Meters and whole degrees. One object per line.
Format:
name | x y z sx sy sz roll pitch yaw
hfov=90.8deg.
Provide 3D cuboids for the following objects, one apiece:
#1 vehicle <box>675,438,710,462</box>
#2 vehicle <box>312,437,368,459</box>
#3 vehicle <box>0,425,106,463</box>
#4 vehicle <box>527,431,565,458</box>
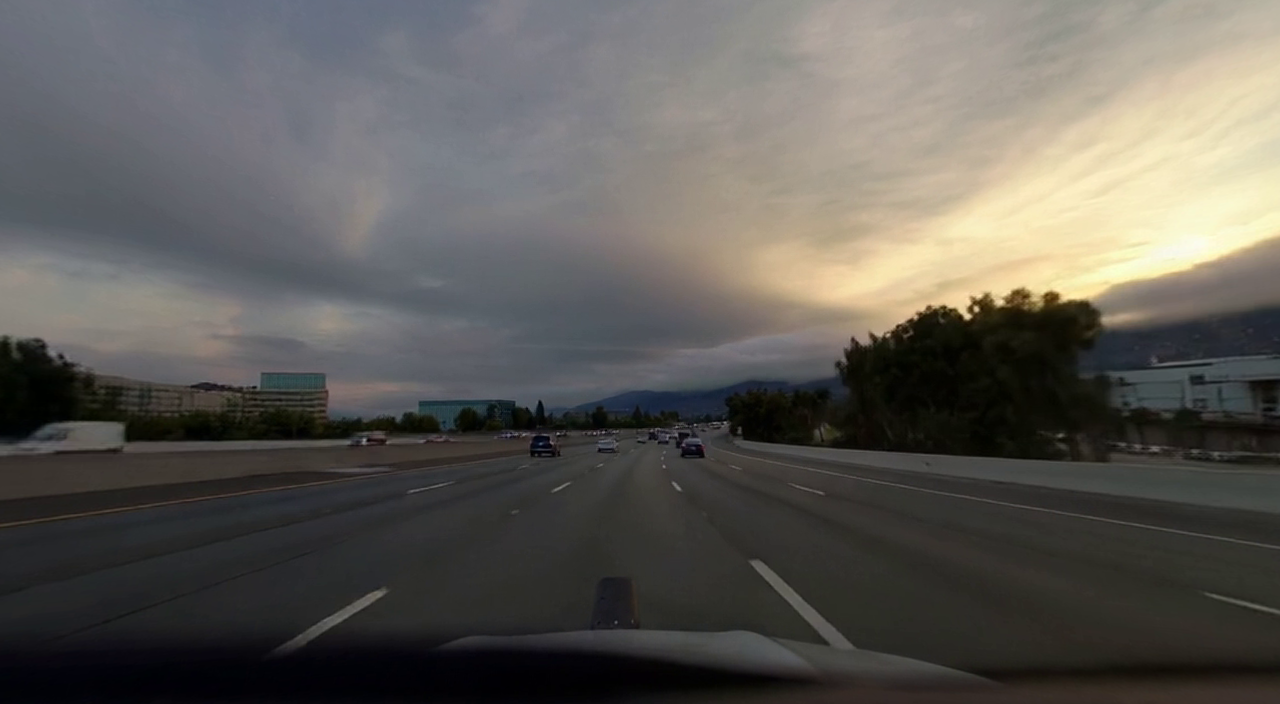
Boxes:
vehicle | 3.385 6.413 41.286 1.967 1.475 4.080 0 -8 1
vehicle | -22.571 7.233 47.665 1.820 1.518 4.571 0 -8 2
vehicle | -34.918 5.398 36.976 2.178 2.038 5.783 0 -8 1
vehicle | -6.829 6.806 46.466 2.009 1.850 4.338 0 -8 2
